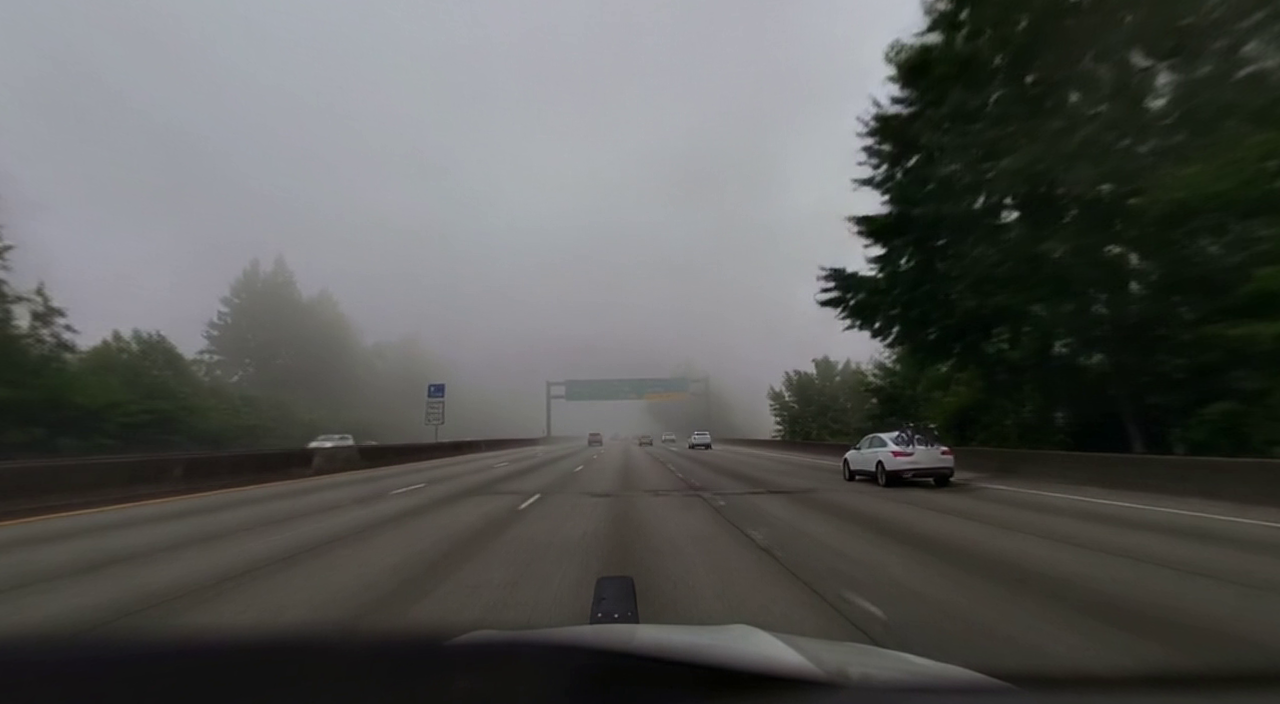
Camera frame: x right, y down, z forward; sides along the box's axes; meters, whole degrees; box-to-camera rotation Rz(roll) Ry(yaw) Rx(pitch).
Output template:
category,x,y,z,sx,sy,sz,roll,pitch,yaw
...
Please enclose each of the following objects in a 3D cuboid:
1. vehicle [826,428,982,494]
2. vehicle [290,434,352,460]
category,x,y,z,sx,sy,sz,roll,pitch,yaw
vehicle,6.837,2.847,17.031,2.034,1.511,4.785,0,-8,-1
vehicle,-21.386,6.354,42.397,1.925,1.584,4.394,0,-7,-1
